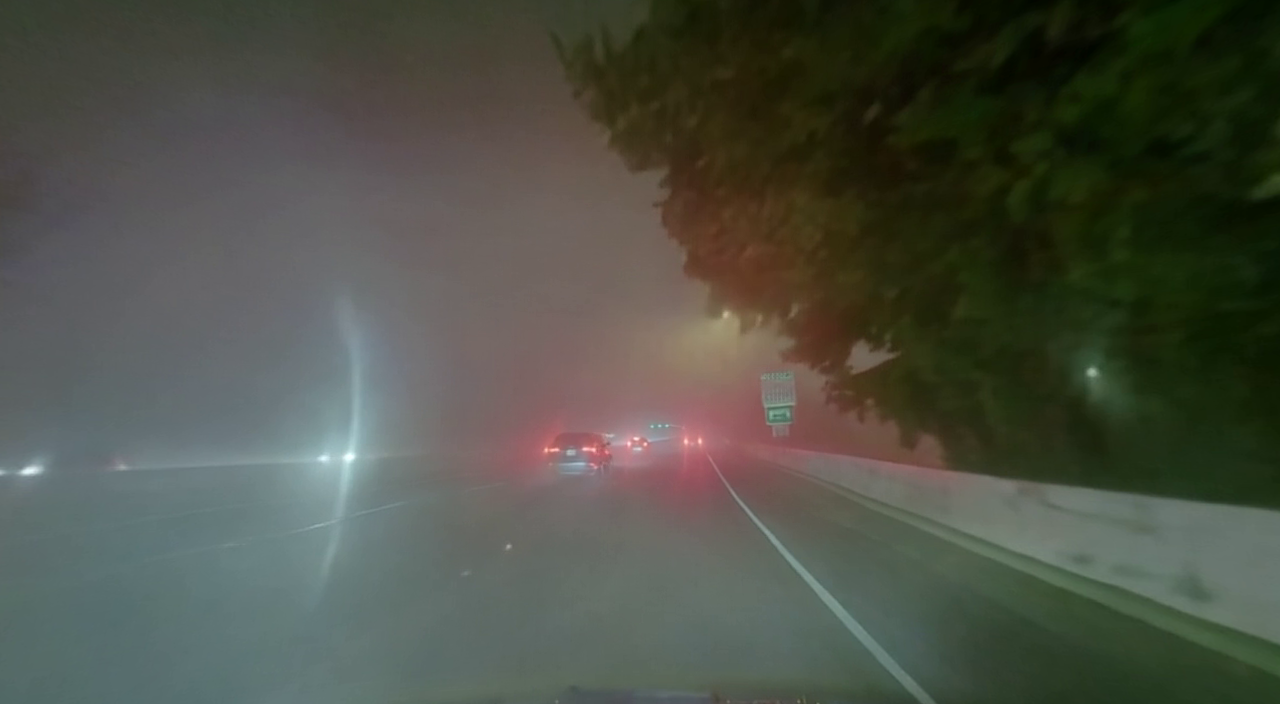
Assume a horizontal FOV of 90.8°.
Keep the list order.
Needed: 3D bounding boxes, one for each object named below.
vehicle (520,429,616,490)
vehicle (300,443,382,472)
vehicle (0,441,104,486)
[{"bbox_3d":[-2.056,3.274,19.615,2.082,1.638,4.644,-1,-8,5],"label":"vehicle"},{"bbox_3d":[-16.173,5.718,34.465,1.985,1.475,4.483,-1,-8,5],"label":"vehicle"},{"bbox_3d":[-23.930,4.326,24.822,1.852,1.614,4.189,-1,-8,5],"label":"vehicle"}]
